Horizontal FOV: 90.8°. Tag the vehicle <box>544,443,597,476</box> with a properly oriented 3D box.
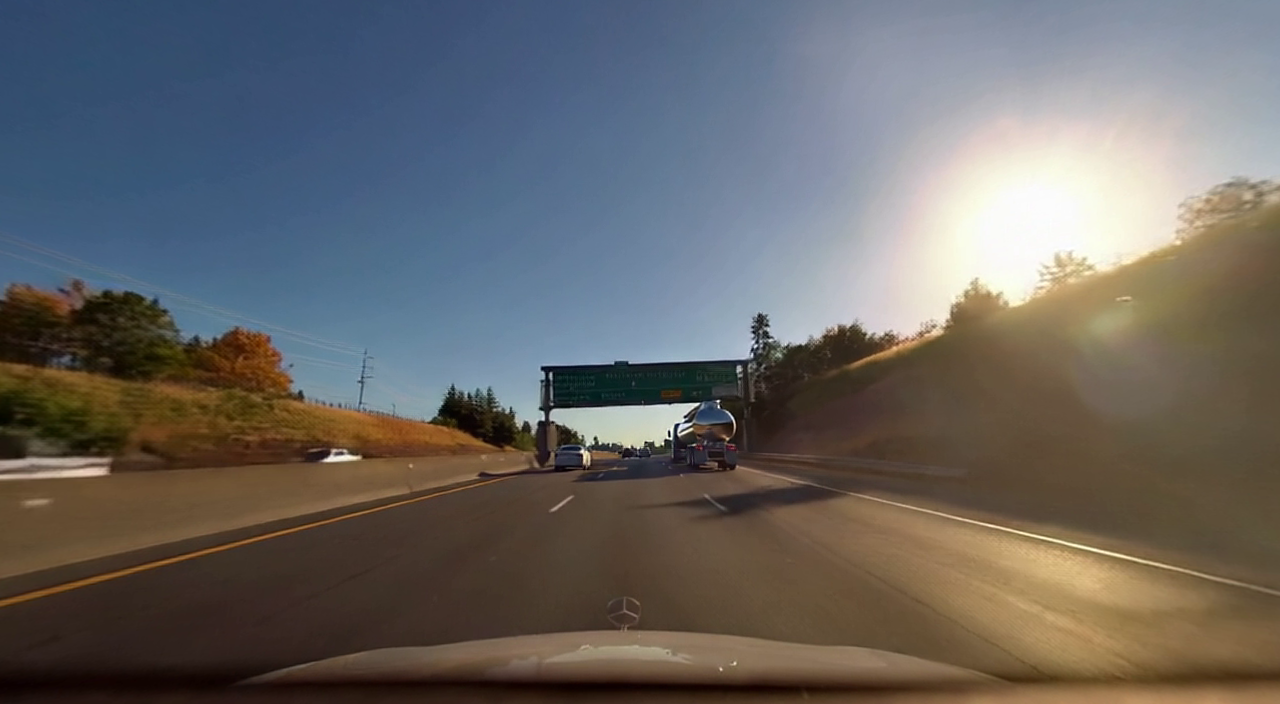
[{"bbox_3d":[-3.280,5.172,30.538,1.986,1.458,4.506,0,-9,1],"label":"vehicle"}]

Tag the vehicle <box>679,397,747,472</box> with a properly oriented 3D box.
[{"bbox_3d":[3.949,4.849,36.518,2.759,3.734,9.708,0,-9,0],"label":"vehicle"}]
